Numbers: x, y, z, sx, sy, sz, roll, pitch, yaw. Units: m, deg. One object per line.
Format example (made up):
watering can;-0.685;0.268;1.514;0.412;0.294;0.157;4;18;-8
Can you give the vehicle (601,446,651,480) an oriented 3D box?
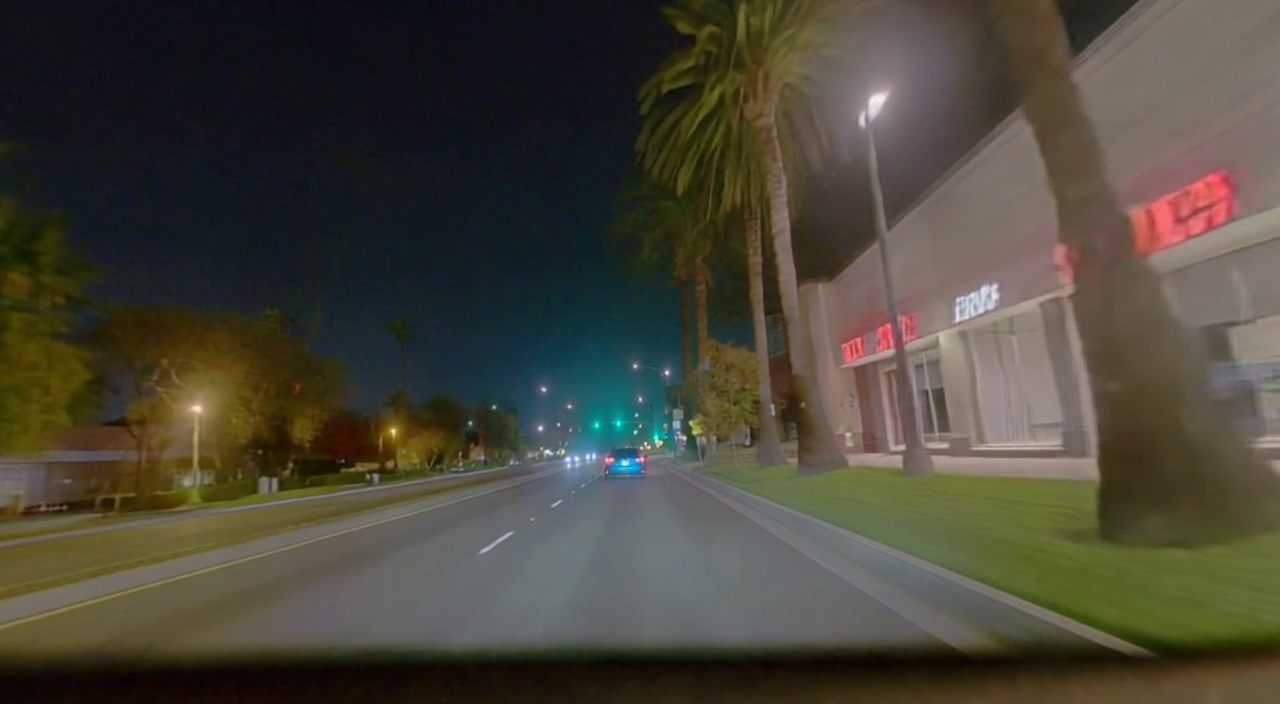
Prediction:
vehicle;-0.605;5.157;29.703;2.156;1.462;4.495;0;-8;0
